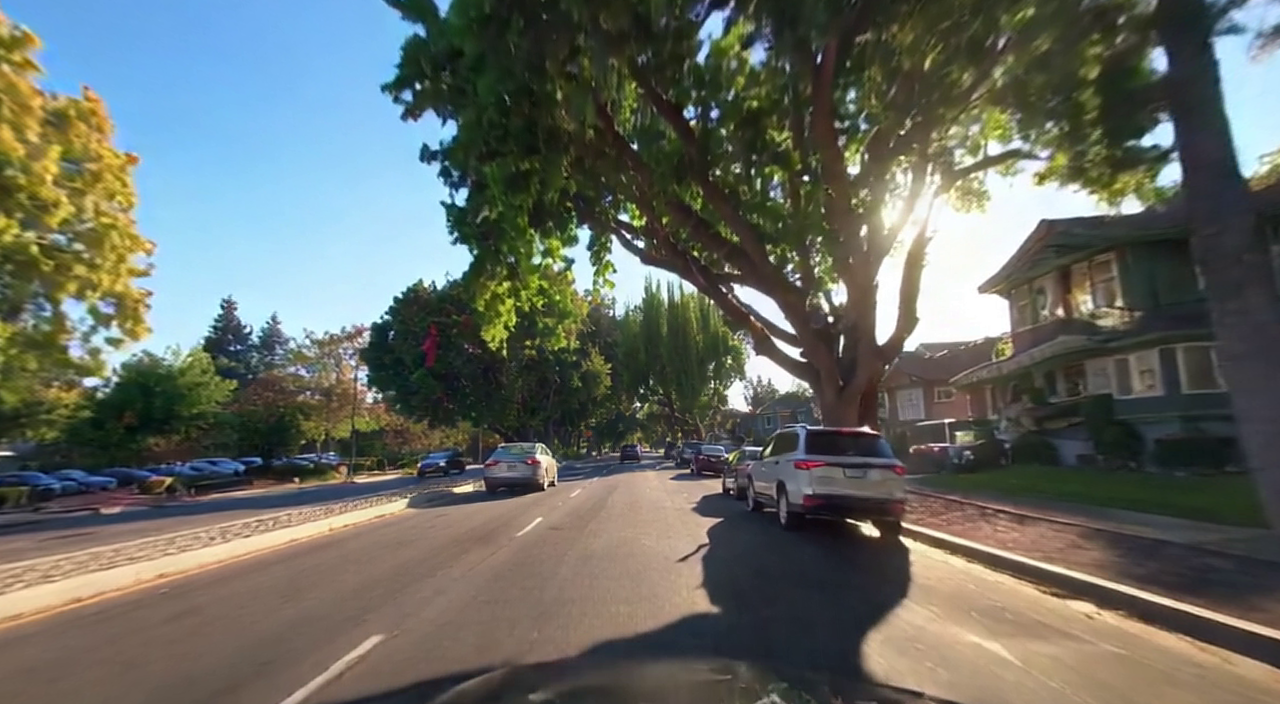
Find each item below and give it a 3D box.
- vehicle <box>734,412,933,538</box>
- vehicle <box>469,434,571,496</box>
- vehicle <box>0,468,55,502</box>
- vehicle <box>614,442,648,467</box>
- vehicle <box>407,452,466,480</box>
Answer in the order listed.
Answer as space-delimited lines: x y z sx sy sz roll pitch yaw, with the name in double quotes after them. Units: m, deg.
3.243 2.225 12.077 2.090 1.839 5.495 0 -9 0 "vehicle"
-3.495 3.410 19.434 2.129 1.668 4.722 0 -9 1 "vehicle"
-38.381 7.969 37.883 2.093 1.866 4.589 -9 -12 44 "vehicle"
-0.555 6.703 41.445 2.142 1.548 4.273 0 -9 0 "vehicle"
-11.919 6.687 37.309 2.167 1.497 4.256 0 -9 -1 "vehicle"
